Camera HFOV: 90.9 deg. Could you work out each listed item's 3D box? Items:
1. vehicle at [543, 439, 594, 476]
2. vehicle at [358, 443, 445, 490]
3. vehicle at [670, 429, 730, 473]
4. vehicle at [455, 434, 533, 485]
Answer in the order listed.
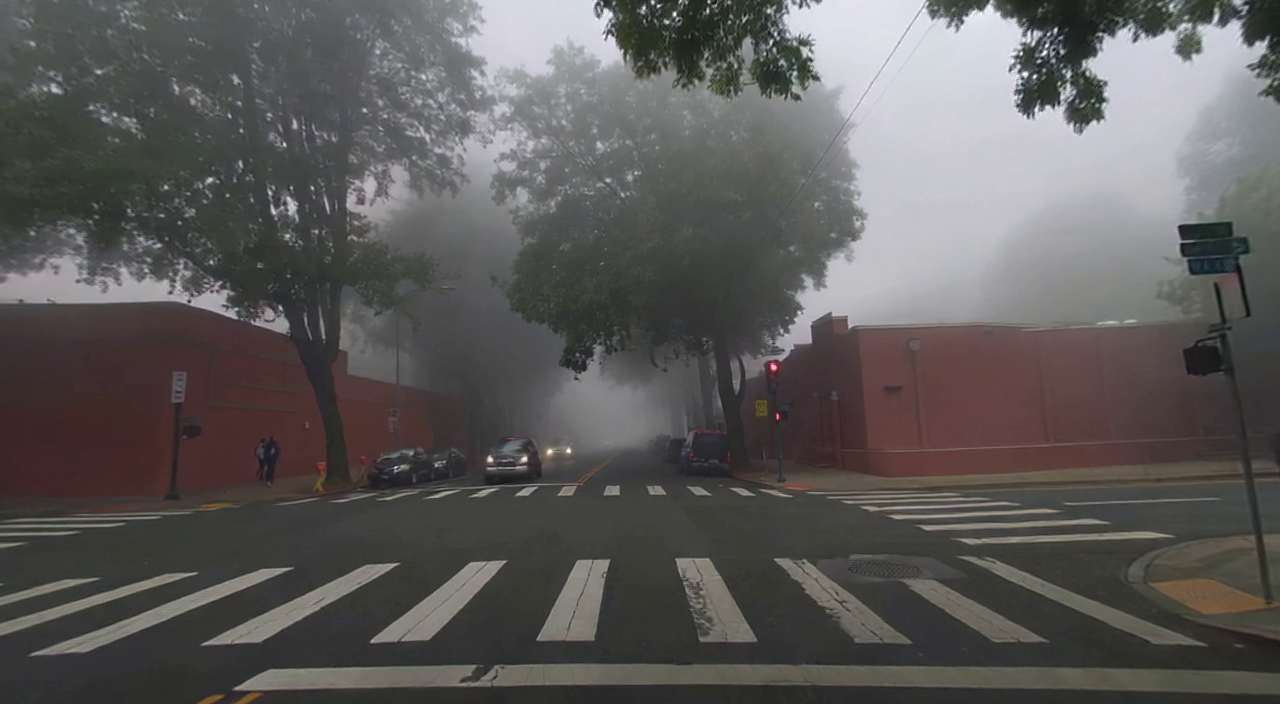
[{"bbox_3d":[-3.284,4.933,29.693,2.033,1.596,4.142,0,-8,-2],"label":"vehicle"},{"bbox_3d":[-9.909,4.746,26.596,2.216,1.804,4.526,1,-8,-5],"label":"vehicle"},{"bbox_3d":[3.100,5.312,34.075,2.557,2.188,5.164,1,-8,-2],"label":"vehicle"},{"bbox_3d":[-5.960,4.444,26.432,2.242,1.887,4.924,0,-8,-2],"label":"vehicle"}]
